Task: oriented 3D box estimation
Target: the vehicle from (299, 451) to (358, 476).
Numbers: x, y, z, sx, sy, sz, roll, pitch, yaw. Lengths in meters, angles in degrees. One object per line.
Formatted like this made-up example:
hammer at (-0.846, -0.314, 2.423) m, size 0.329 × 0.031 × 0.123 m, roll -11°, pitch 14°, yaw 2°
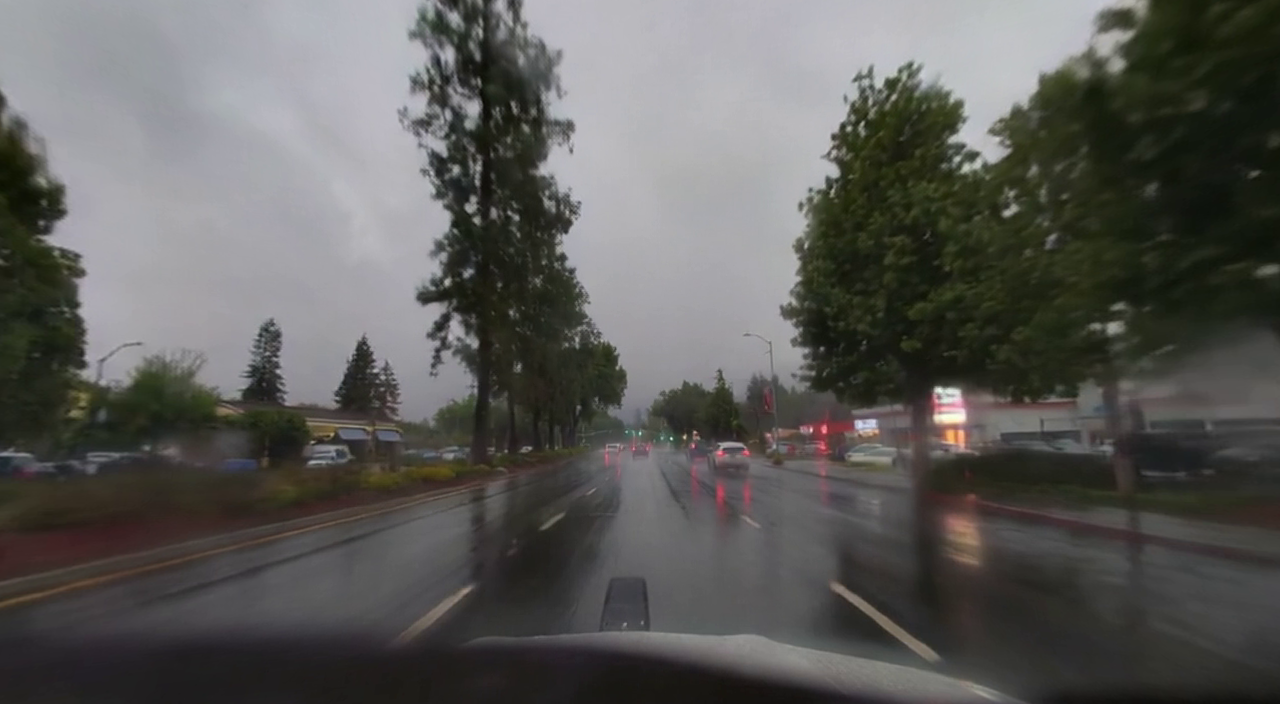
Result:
vehicle at (-22.016, 7.869, 44.733) m, size 1.997 × 1.637 × 4.386 m, roll -1°, pitch -9°, yaw -1°

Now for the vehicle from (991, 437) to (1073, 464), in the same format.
vehicle at (26.809, 6.755, 43.215) m, size 4.147 × 1.545 × 2.108 m, roll -3°, pitch -9°, yaw -4°

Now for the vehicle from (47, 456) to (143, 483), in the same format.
vehicle at (-34.173, 7.339, 39.742) m, size 1.941 × 1.492 × 4.706 m, roll -2°, pitch -9°, yaw -1°

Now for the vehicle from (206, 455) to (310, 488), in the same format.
vehicle at (-19.742, 6.180, 32.847) m, size 1.822 × 1.479 × 4.692 m, roll -2°, pitch -9°, yaw 12°

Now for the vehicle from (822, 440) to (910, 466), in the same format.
vehicle at (14.657, 6.563, 41.088) m, size 4.909 × 1.463 × 1.924 m, roll -2°, pitch -9°, yaw 1°

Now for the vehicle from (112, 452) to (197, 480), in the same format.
vehicle at (-31.082, 7.283, 40.555) m, size 1.904 × 1.639 × 4.317 m, roll 0°, pitch -9°, yaw 2°

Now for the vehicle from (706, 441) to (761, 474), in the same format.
vehicle at (4.427, 5.082, 30.545) m, size 1.916 × 1.459 × 4.335 m, roll 0°, pitch -9°, yaw -1°

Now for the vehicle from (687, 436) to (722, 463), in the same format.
vehicle at (4.907, 7.529, 48.737) m, size 2.140 × 1.921 × 4.431 m, roll 0°, pitch -9°, yaw -1°

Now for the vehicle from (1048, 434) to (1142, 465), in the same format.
vehicle at (27.371, 5.890, 37.997) m, size 4.107 × 1.633 × 1.974 m, roll -2°, pitch -8°, yaw -5°

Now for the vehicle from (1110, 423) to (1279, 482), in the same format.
vehicle at (21.175, 3.807, 24.033) m, size 2.124 × 1.920 × 5.946 m, roll 0°, pitch -9°, yaw 3°
